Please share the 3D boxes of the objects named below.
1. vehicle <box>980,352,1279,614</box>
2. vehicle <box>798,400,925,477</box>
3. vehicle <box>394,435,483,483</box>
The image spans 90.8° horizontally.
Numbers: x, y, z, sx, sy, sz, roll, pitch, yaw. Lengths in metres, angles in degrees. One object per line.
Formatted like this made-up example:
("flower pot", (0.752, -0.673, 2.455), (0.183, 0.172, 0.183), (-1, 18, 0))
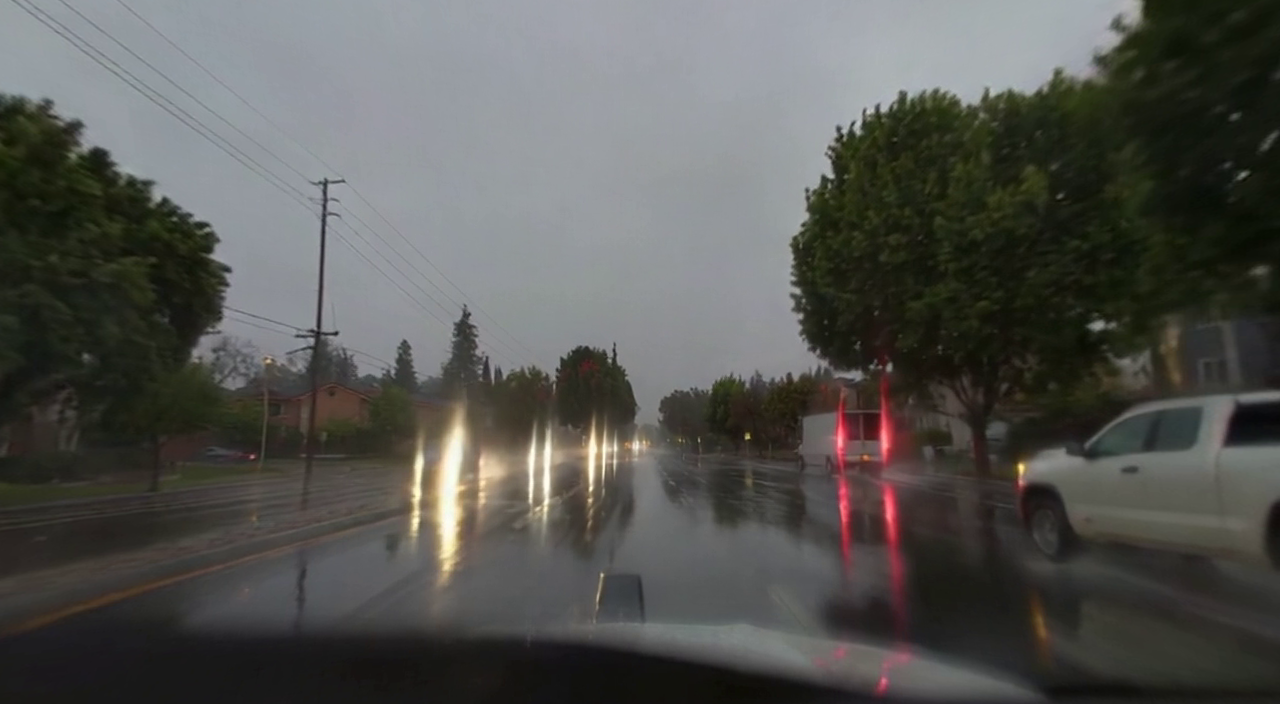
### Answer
("vehicle", (6.083, 1.124, 5.775), (2.493, 1.956, 6.125), (-1, -8, 0))
("vehicle", (10.139, 4.112, 30.142), (2.842, 2.993, 8.104), (-3, -8, -1))
("vehicle", (-8.498, 4.535, 27.175), (2.189, 1.816, 4.819), (-1, -8, 0))
